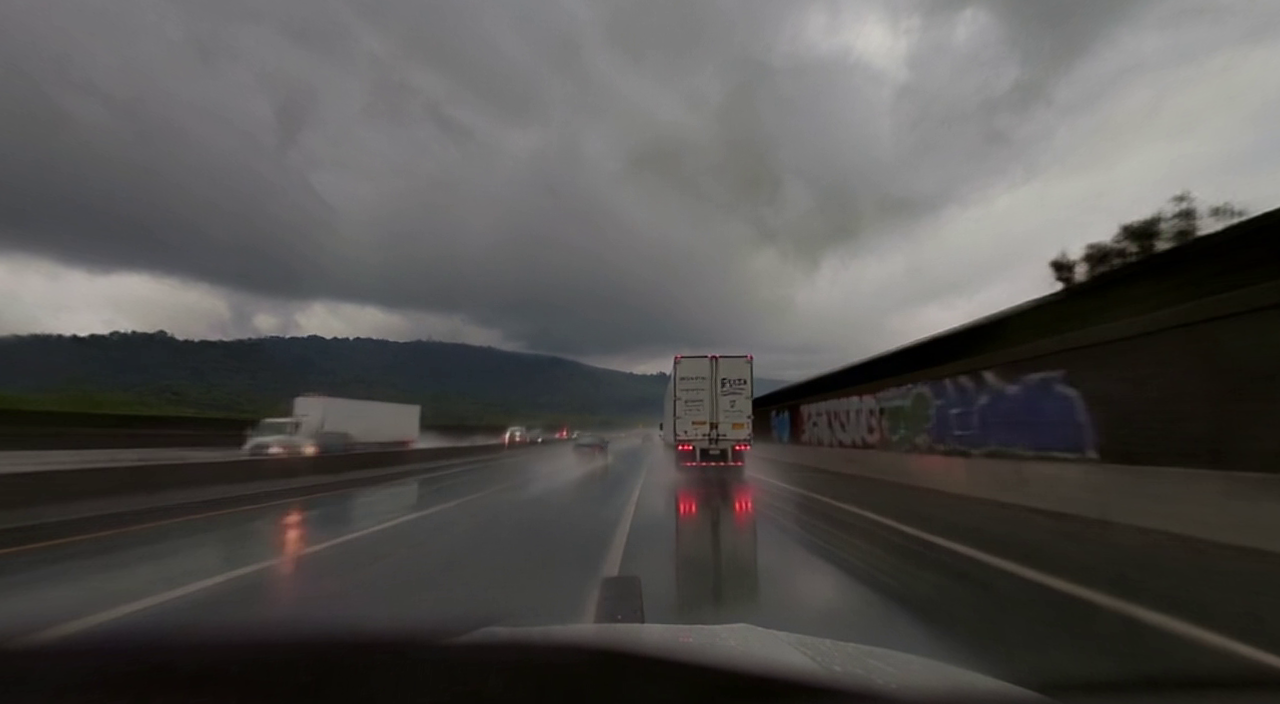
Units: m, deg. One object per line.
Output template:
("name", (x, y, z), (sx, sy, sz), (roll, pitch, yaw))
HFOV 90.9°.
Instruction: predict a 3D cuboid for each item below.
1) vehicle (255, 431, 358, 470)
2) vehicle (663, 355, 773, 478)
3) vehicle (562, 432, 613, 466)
("vehicle", (-12.965, 3.835, 24.803), (1.812, 1.402, 4.019), (0, -8, 1))
("vehicle", (2.588, 2.700, 24.739), (2.921, 3.765, 10.773), (0, -8, 0))
("vehicle", (-2.503, 4.741, 31.054), (1.982, 1.535, 4.519), (0, -8, 2))
